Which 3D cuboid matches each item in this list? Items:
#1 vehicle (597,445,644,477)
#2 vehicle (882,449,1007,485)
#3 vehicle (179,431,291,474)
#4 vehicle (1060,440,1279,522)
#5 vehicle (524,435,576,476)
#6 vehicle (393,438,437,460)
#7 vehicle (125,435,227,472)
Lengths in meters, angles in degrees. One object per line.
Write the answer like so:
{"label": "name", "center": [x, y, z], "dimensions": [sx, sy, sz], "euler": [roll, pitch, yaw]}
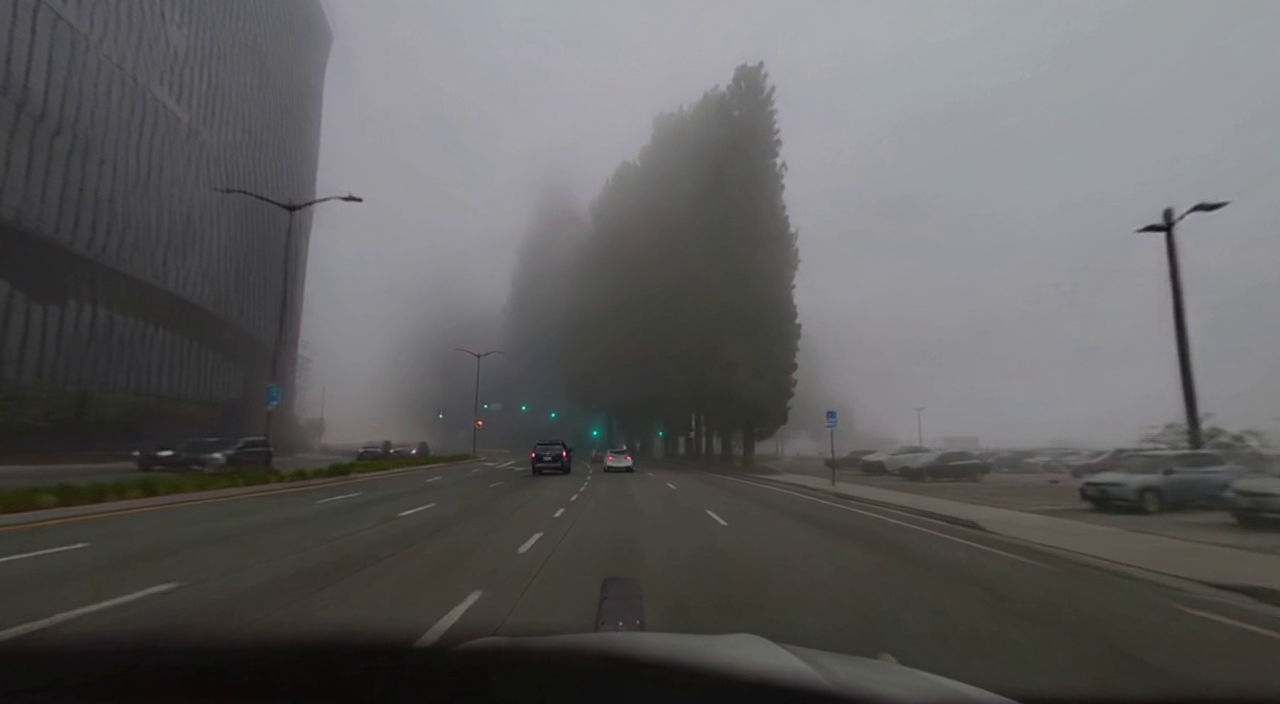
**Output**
{"label": "vehicle", "center": [-0.973, 5.148, 30.033], "dimensions": [2.050, 1.385, 4.096], "euler": [0, -8, -3]}
{"label": "vehicle", "center": [13.248, 5.018, 27.705], "dimensions": [4.470, 1.429, 1.878], "euler": [0, -7, 2]}
{"label": "vehicle", "center": [-18.472, 4.593, 29.188], "dimensions": [2.087, 1.788, 4.999], "euler": [0, -8, -3]}
{"label": "vehicle", "center": [13.310, 3.204, 15.976], "dimensions": [3.965, 1.702, 1.817], "euler": [-3, -7, 1]}
{"label": "vehicle", "center": [-4.209, 4.904, 30.159], "dimensions": [2.001, 1.784, 4.483], "euler": [0, -8, -2]}
{"label": "vehicle", "center": [-16.977, 7.345, 47.897], "dimensions": [1.856, 1.625, 4.574], "euler": [0, -8, -3]}
{"label": "vehicle", "center": [-22.332, 4.887, 30.644], "dimensions": [1.849, 1.657, 4.360], "euler": [0, -8, -4]}
